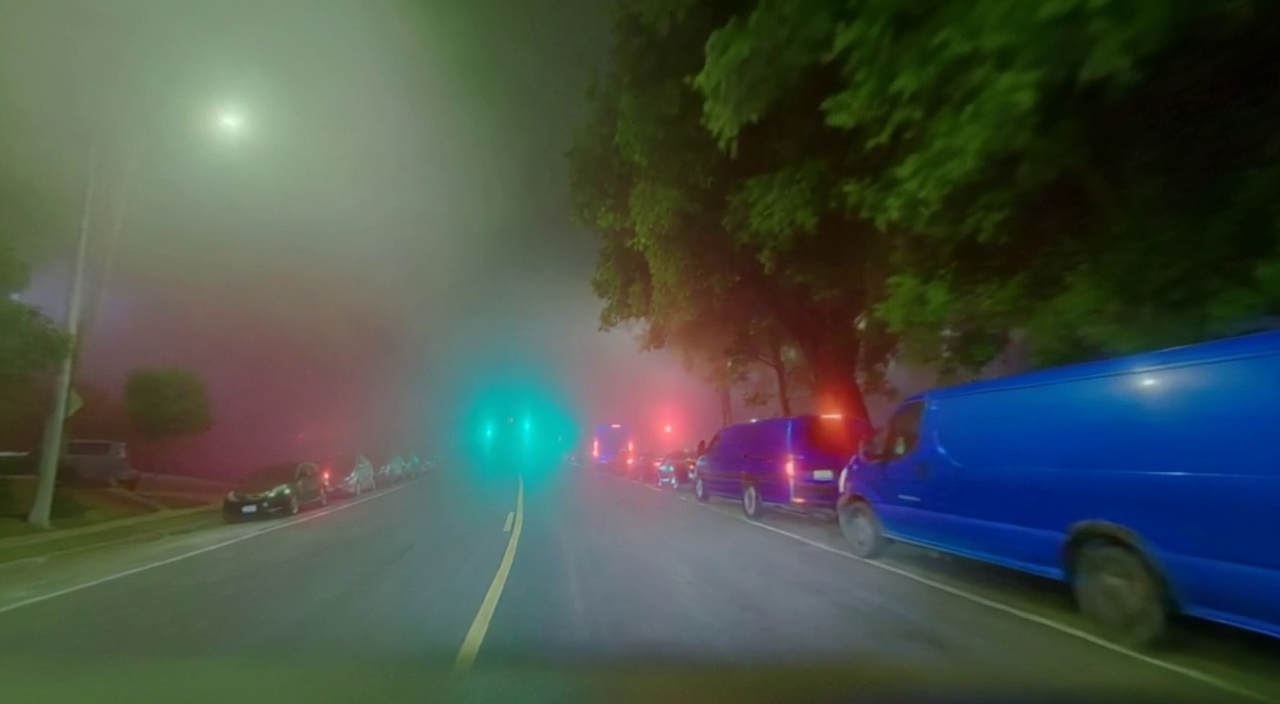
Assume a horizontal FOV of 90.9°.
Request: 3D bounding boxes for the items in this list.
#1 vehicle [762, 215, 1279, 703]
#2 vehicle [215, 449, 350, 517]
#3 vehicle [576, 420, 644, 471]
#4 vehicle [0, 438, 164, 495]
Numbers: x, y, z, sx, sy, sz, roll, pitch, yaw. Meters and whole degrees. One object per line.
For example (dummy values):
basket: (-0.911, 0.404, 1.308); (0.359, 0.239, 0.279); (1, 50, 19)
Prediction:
vehicle: (4.016, 0.766, 4.457); (3.041, 2.164, 10.370); (-1, -9, -7)
vehicle: (-9.384, 3.402, 16.973); (1.950, 1.489, 4.214); (0, -8, -12)
vehicle: (-2.054, 5.851, 39.553); (3.089, 2.882, 6.770); (1, -9, -13)
vehicle: (-18.782, 3.735, 20.758); (4.422, 1.689, 2.021); (0, -9, -7)
